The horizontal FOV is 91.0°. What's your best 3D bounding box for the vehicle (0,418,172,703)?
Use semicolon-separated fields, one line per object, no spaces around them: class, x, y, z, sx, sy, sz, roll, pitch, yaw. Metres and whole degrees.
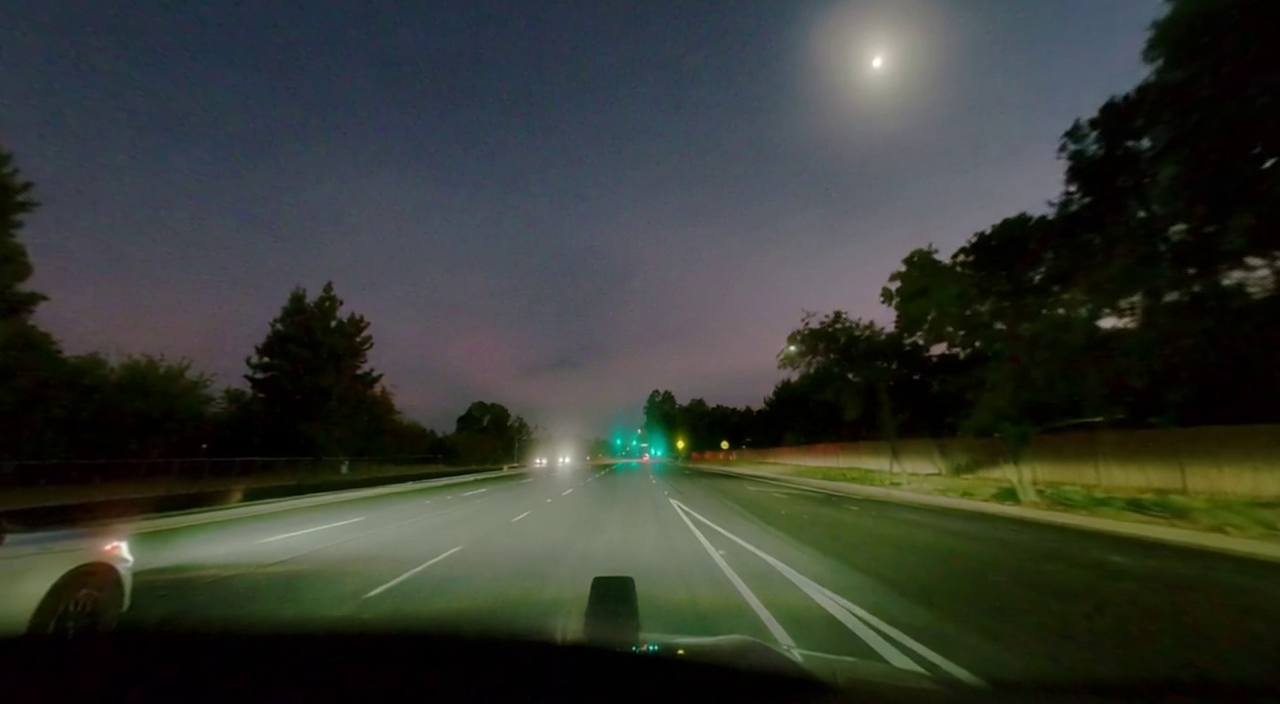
vehicle;-4.059;0.864;1.599;2.120;1.488;4.766;0;-8;-1
